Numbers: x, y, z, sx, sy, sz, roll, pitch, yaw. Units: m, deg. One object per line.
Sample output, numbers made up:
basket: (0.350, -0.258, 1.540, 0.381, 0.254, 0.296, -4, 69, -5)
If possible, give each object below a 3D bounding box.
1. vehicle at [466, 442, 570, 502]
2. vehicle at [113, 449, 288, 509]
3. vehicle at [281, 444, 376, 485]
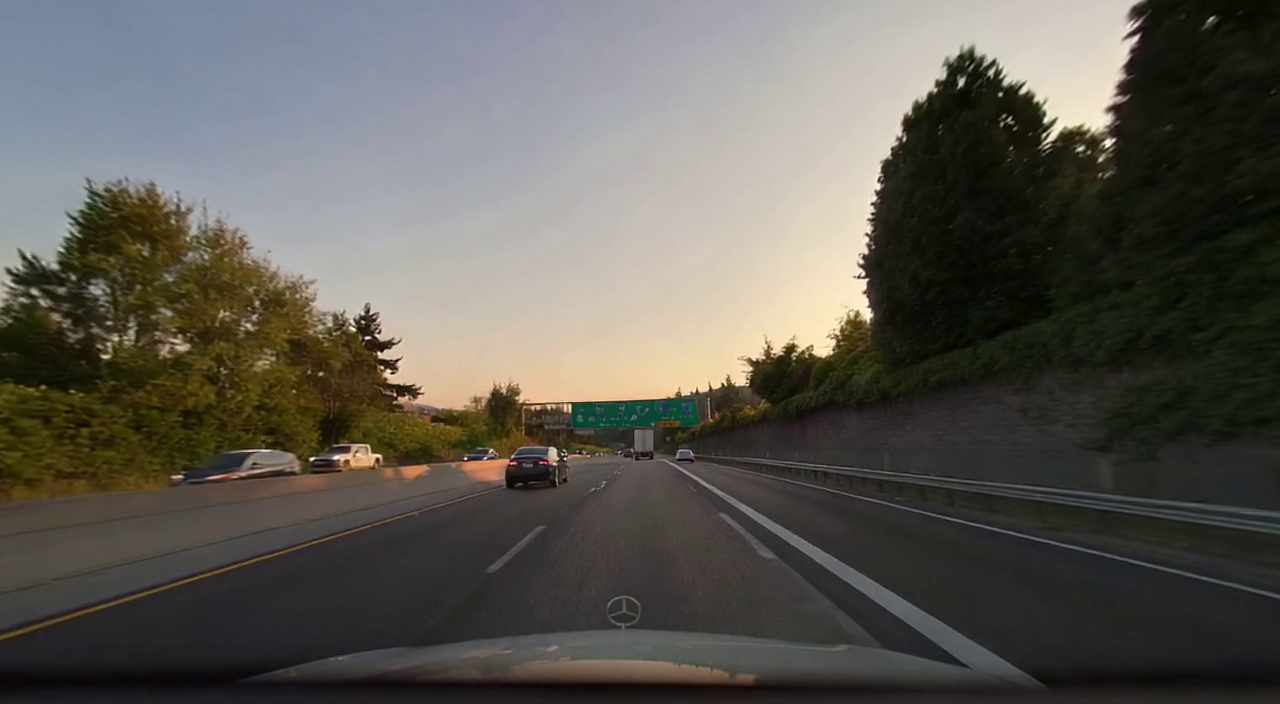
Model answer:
vehicle: (-3.332, 3.377, 18.180, 2.020, 1.475, 4.434, 0, -9, 1)
vehicle: (-12.448, 3.580, 18.303, 1.885, 1.494, 4.325, 0, -9, 1)
vehicle: (-16.772, 6.058, 34.379, 2.248, 2.059, 5.585, 0, -9, 1)
